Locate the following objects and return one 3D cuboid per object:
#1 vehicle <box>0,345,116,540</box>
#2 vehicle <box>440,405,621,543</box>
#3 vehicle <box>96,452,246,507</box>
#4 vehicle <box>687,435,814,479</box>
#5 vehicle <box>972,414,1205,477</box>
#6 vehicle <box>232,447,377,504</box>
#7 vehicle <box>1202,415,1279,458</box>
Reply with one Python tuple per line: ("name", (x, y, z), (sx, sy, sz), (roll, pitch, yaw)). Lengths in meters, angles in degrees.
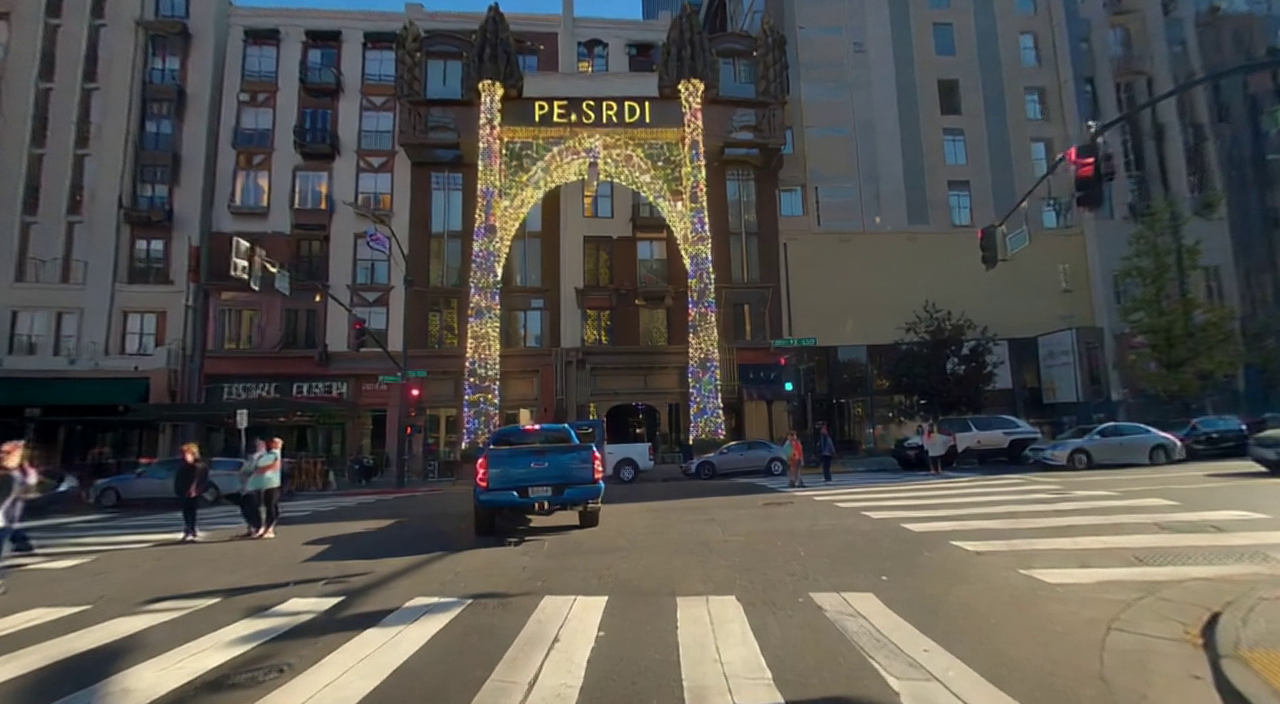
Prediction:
("vehicle", (-22.259, 2.386, 16.537), (13.729, 4.662, 3.300), (0, -8, 0))
("vehicle", (-2.434, 2.232, 12.336), (2.477, 2.020, 5.534), (3, -9, -20))
("vehicle", (-18.833, 5.113, 25.479), (4.398, 2.057, 1.959), (0, -8, -1))
("vehicle", (4.108, 3.995, 24.082), (4.515, 1.583, 1.920), (0, -8, 3))
("vehicle", (11.461, 2.418, 16.361), (4.600, 1.506, 1.878), (0, -8, -2))
("vehicle", (-13.456, 4.942, 25.478), (4.799, 1.909, 2.011), (-3, -7, 2))
("vehicle", (25.748, 3.474, 25.759), (3.662, 1.666, 1.937), (0, -8, -1))
